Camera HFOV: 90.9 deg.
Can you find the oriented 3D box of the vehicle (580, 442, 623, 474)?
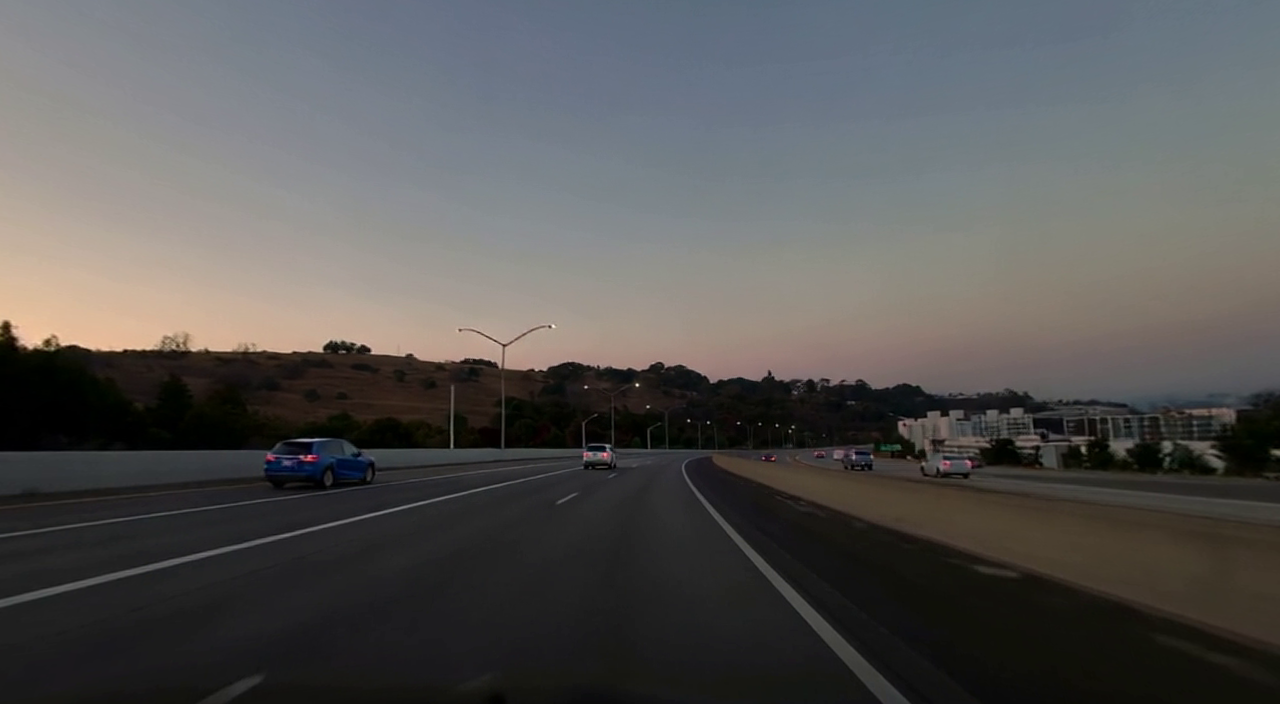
[{"bbox_3d":[-2.217,6.313,37.653,2.028,1.782,4.150,-1,-8,4],"label":"vehicle"}]

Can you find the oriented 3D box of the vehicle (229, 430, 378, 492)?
[{"bbox_3d":[-10.525,3.433,20.231,2.039,1.746,4.528,-1,-8,4],"label":"vehicle"}]

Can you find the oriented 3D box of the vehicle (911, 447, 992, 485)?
[{"bbox_3d":[14.191,5.180,29.045,1.786,1.559,4.496,-1,-8,6],"label":"vehicle"}]
